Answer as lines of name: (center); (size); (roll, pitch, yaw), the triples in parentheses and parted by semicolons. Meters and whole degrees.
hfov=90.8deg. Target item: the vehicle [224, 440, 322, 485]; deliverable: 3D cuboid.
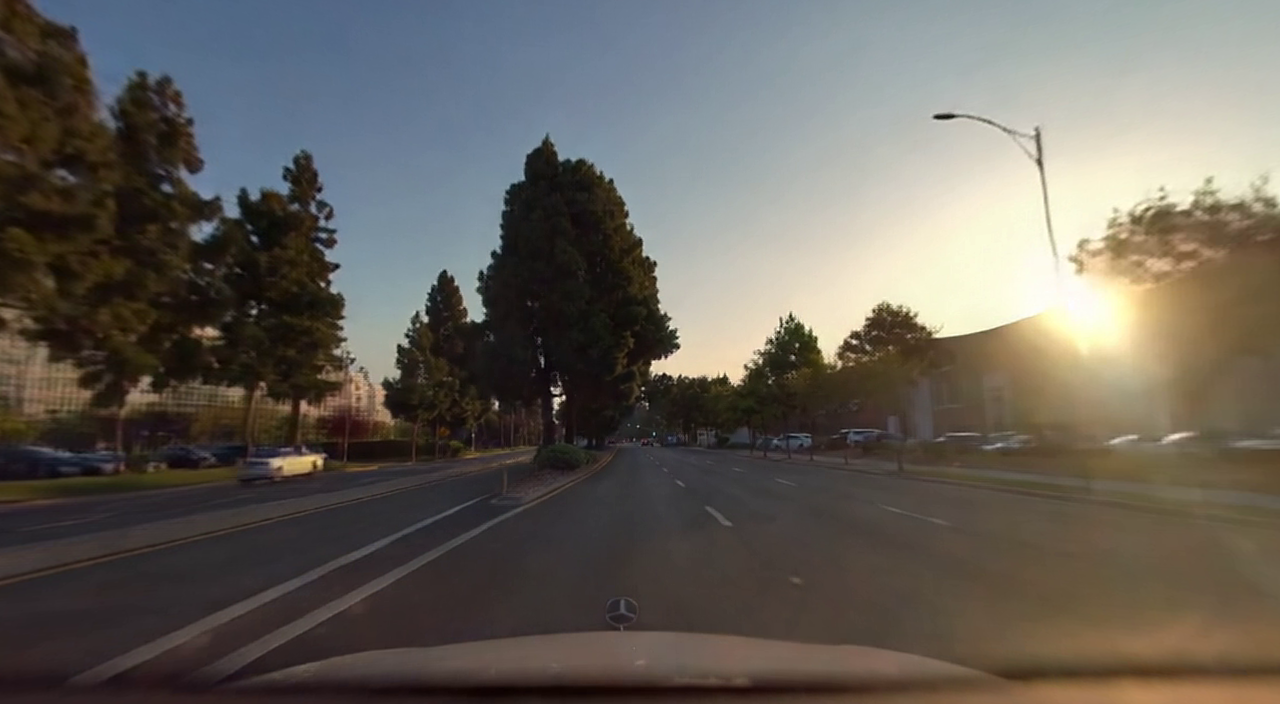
vehicle: (-18.477, 5.539, 32.142); (2.178, 1.947, 5.078); (-3, -8, -3)

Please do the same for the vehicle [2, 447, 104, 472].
vehicle: (-39.377, 7.186, 42.431); (4.819, 1.509, 1.921); (-1, -8, -2)
